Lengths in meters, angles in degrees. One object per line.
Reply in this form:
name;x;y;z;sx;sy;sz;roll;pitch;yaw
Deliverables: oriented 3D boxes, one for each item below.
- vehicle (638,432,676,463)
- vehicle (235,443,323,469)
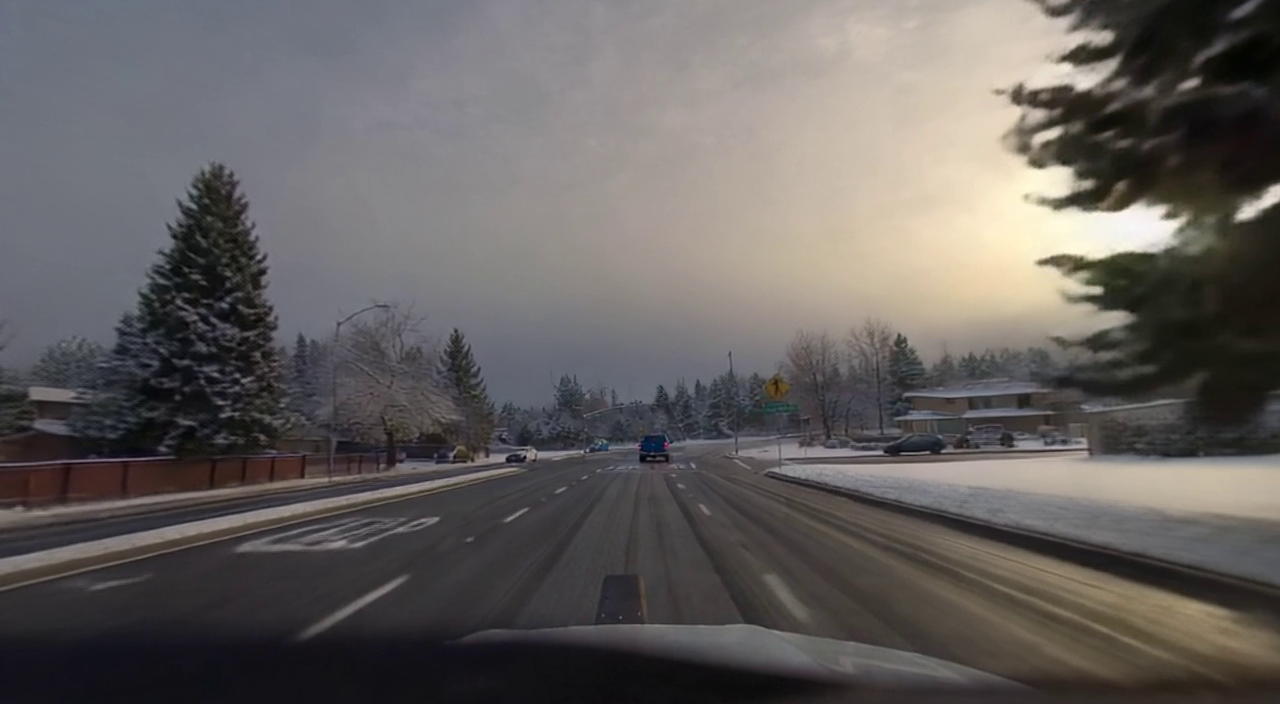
vehicle;1.200;6.324;41.964;2.153;1.942;4.767;-1;-8;6
vehicle;-25.774;7.447;45.271;4.975;1.732;2.165;2;-9;-13
